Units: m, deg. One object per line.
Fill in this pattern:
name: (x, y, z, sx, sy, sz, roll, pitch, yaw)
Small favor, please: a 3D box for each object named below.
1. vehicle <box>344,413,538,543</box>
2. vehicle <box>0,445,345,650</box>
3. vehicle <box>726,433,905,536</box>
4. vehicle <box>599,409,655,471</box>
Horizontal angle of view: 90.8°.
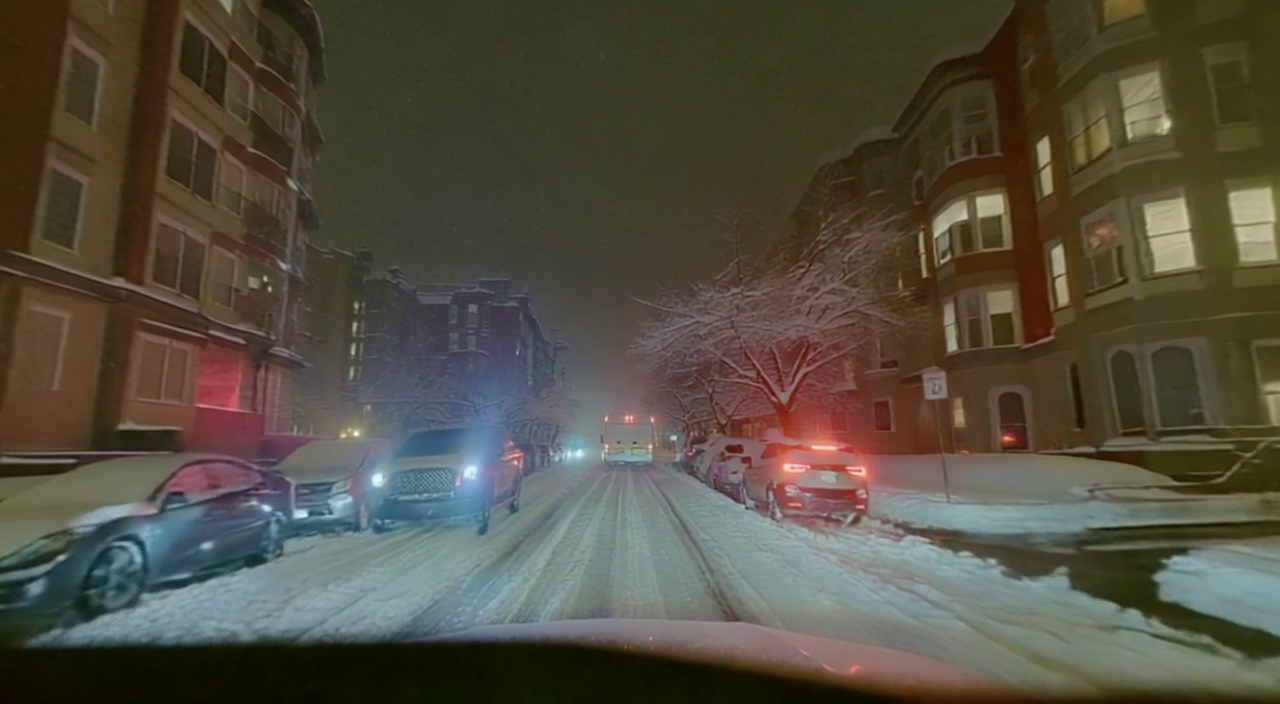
vehicle: (-3.121, 2.069, 10.991, 2.029, 1.802, 4.229, 0, -8, -1)
vehicle: (-5.405, 1.773, 6.982, 2.047, 1.471, 4.647, 0, -8, 0)
vehicle: (3.103, 2.428, 12.260, 2.035, 1.549, 4.373, 3, -9, -3)
vehicle: (-0.792, 4.873, 34.810, 2.754, 3.008, 7.730, 0, -8, -2)
